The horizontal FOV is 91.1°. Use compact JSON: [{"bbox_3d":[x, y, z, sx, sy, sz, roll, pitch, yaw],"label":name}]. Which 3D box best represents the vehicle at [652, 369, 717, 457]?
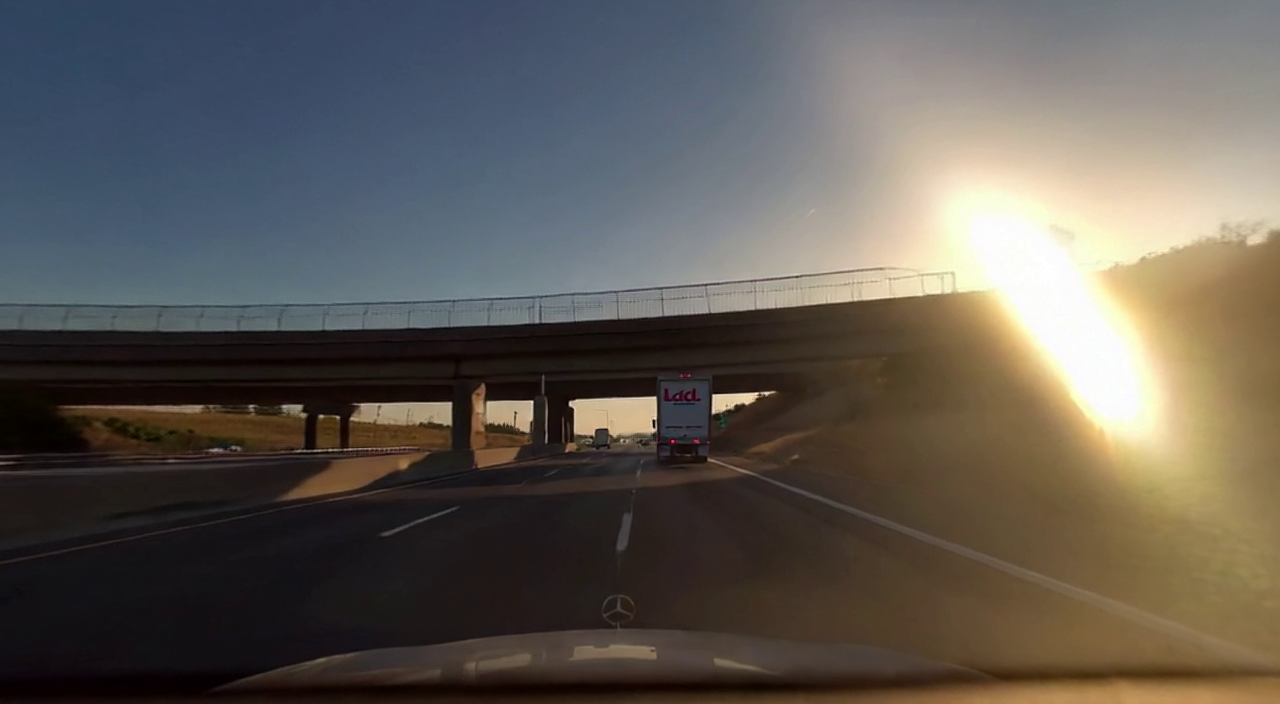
[{"bbox_3d":[2.254,3.905,37.546,3.034,4.194,14.704,0,-8,1],"label":"vehicle"}]
